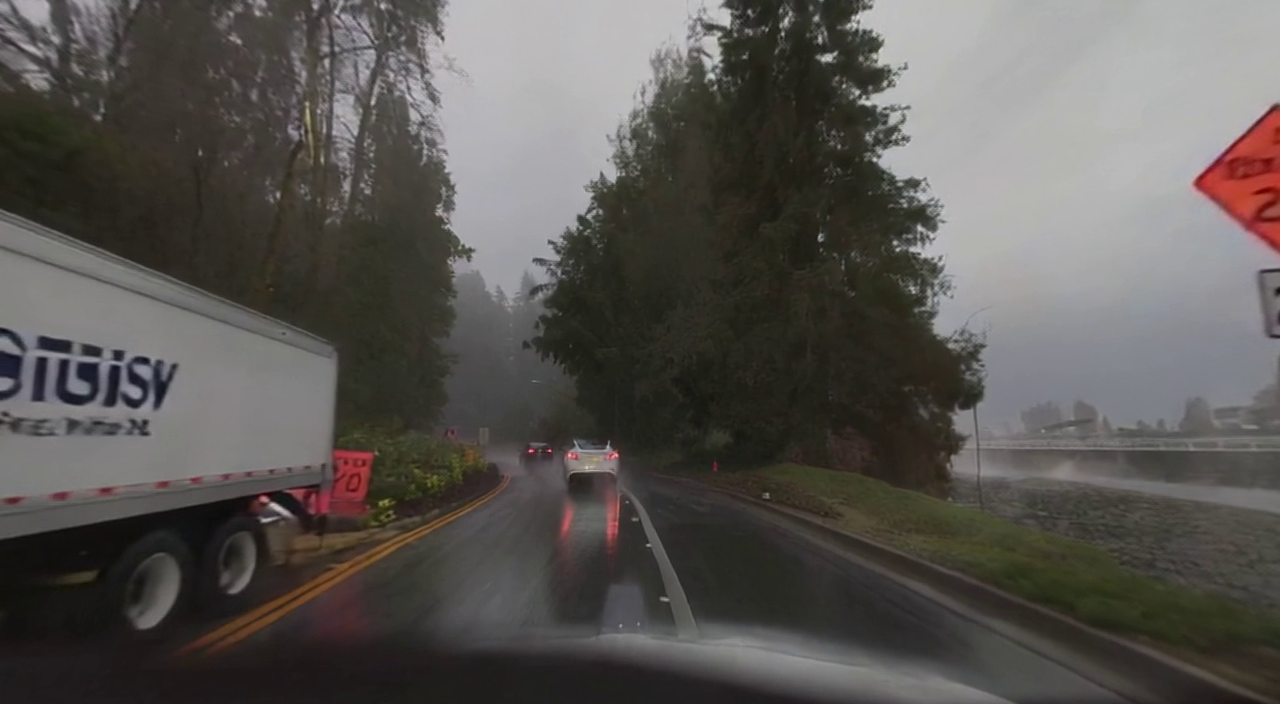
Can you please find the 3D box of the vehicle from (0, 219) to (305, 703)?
[{"bbox_3d":[-3.599,0.456,1.590,2.671,2.053,6.074,1,-8,-6],"label":"vehicle"}]

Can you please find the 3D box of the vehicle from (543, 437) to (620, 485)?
[{"bbox_3d":[-2.143,3.726,21.963,2.186,1.463,4.356,2,-8,-11],"label":"vehicle"}]
